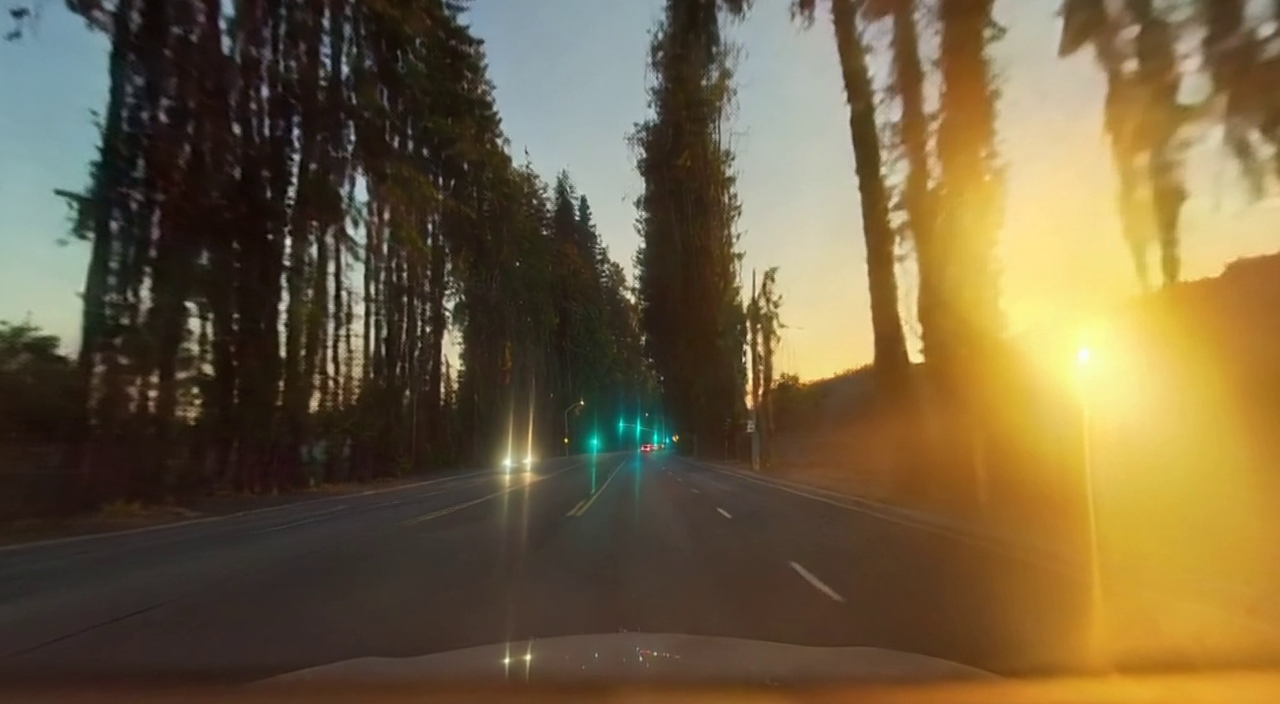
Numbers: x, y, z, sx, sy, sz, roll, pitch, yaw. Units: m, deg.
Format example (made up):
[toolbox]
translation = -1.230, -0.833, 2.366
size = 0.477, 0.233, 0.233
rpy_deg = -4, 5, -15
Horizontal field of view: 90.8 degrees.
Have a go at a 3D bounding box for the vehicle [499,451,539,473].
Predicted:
[vehicle]
translation = -8.950, 8.181, 47.108
size = 2.011, 1.482, 4.671
rpy_deg = 0, -8, 1
